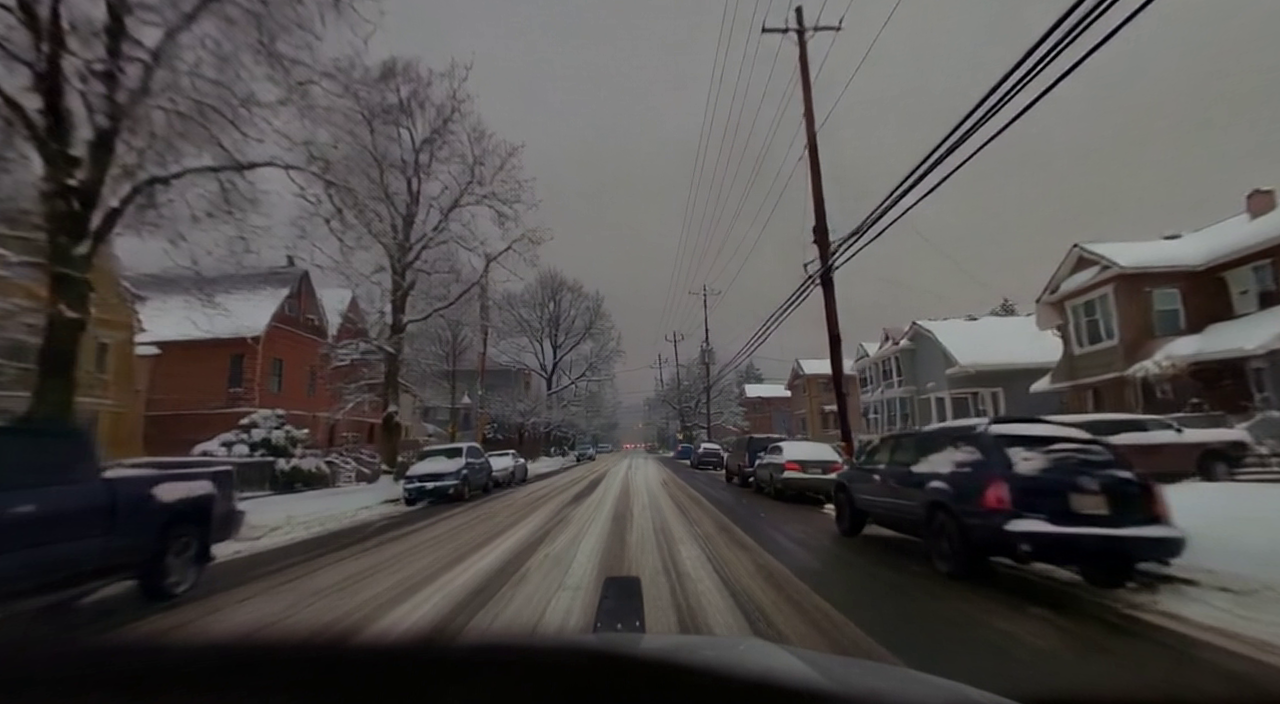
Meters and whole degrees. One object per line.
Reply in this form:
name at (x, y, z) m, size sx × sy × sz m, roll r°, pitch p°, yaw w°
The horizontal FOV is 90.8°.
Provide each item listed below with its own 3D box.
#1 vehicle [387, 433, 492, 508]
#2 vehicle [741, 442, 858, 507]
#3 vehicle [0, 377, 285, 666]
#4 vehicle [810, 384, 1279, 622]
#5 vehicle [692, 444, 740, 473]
vehicle at (-5.746, 3.388, 18.724) m, size 2.046 × 1.825 × 4.627 m, roll -2°, pitch -8°, yaw -6°
vehicle at (3.930, 3.083, 16.380) m, size 1.804 × 1.422 × 4.497 m, roll 0°, pitch -9°, yaw -1°
vehicle at (-5.402, 1.241, 4.699) m, size 2.285 × 1.895 × 5.883 m, roll -2°, pitch -8°, yaw -2°
vehicle at (4.116, 1.604, 7.806) m, size 2.279 × 1.848 × 5.577 m, roll 1°, pitch -9°, yaw -2°
vehicle at (4.096, 5.821, 34.722) m, size 1.930 × 1.470 × 4.738 m, roll 0°, pitch -9°, yaw -1°
